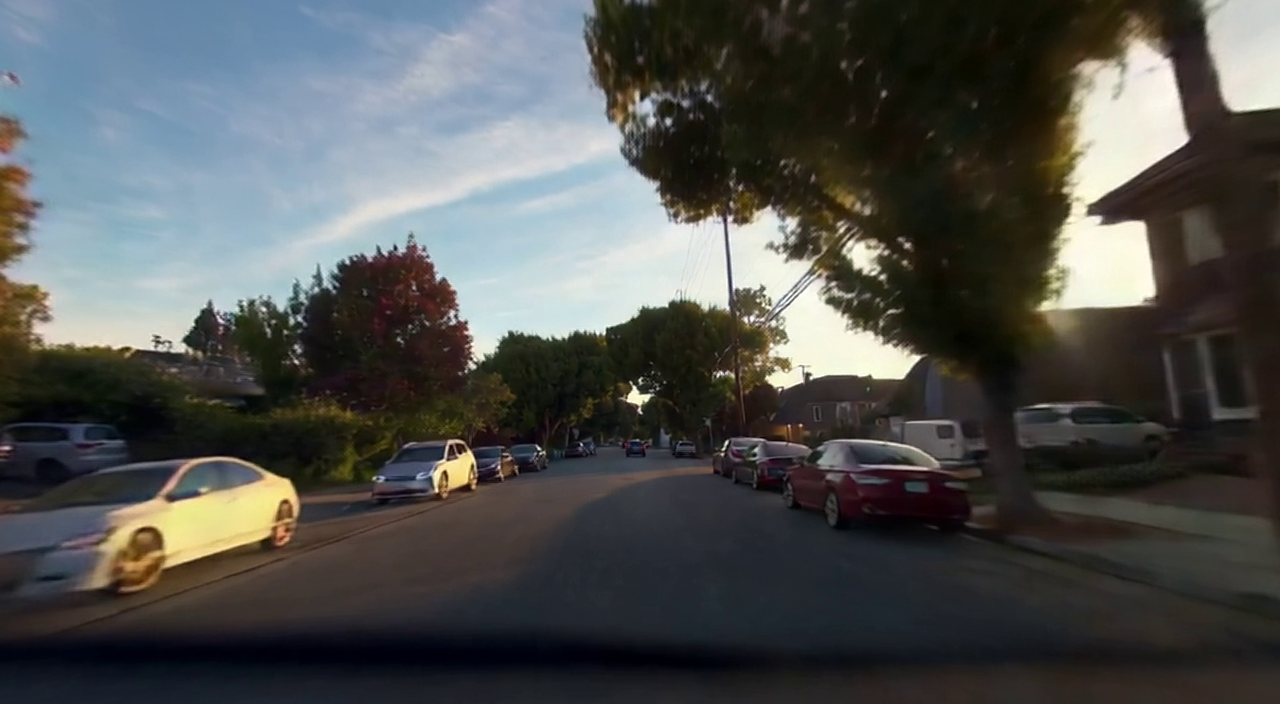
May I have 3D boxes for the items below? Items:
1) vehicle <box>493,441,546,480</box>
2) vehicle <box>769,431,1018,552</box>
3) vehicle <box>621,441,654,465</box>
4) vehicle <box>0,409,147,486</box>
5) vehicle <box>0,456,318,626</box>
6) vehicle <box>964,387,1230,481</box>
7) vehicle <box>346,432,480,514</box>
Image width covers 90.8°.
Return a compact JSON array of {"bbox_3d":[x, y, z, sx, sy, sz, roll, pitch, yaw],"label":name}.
[{"bbox_3d":[-6.238,5.634,33.249,1.769,1.572,4.990,-4,-6,-1],"label":"vehicle"},{"bbox_3d":[3.695,2.121,10.434,2.039,1.480,4.831,0,-8,-1],"label":"vehicle"},{"bbox_3d":[-0.219,6.633,41.690,2.062,1.509,4.305,0,-8,-1],"label":"vehicle"},{"bbox_3d":[-18.864,2.874,18.921,5.916,2.146,2.717,4,-11,-28],"label":"vehicle"},{"bbox_3d":[-6.049,2.099,7.892,1.951,1.327,4.191,-2,-7,-1],"label":"vehicle"},{"bbox_3d":[10.414,1.885,14.365,5.782,1.786,2.233,3,-10,-25],"label":"vehicle"},{"bbox_3d":[-6.113,3.235,17.754,2.115,1.820,5.002,-3,-7,-3],"label":"vehicle"}]
